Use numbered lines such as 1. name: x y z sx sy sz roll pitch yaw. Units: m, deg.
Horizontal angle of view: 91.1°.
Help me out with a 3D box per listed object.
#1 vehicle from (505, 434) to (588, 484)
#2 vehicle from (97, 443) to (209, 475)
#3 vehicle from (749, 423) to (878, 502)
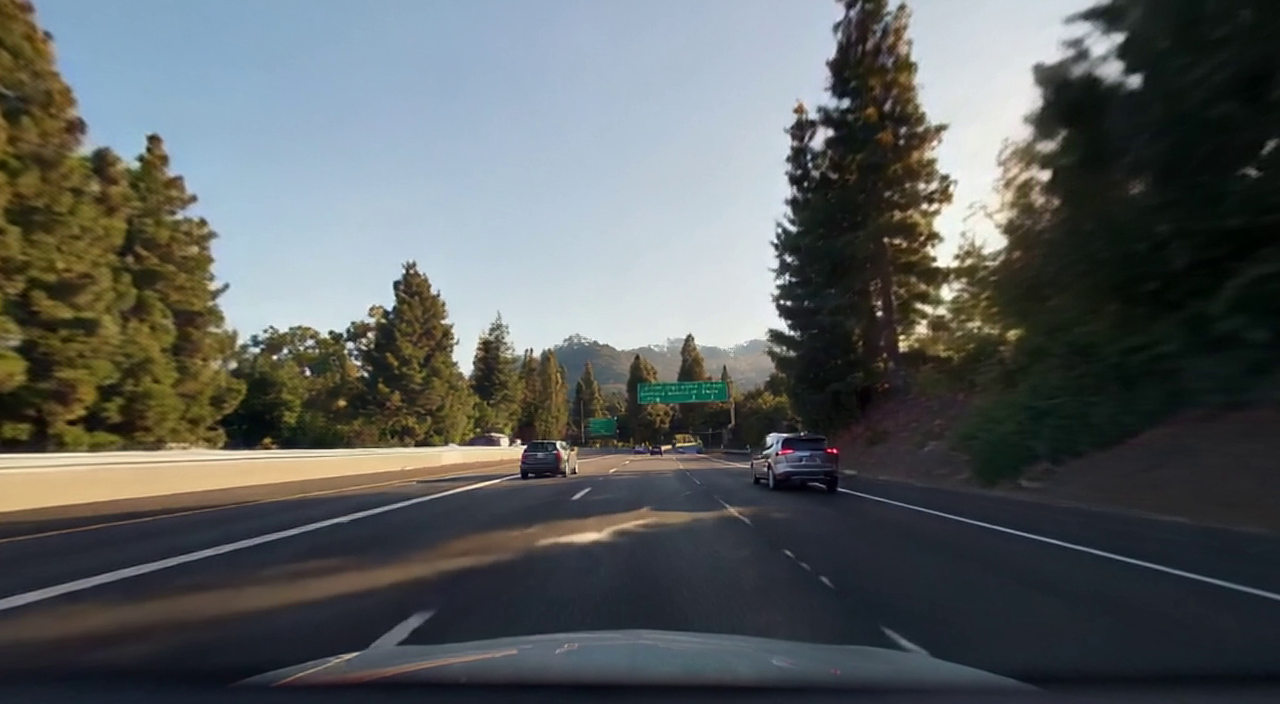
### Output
1. vehicle: -3.216 3.800 22.552 2.166 1.608 4.297 0 -8 2
2. vehicle: -24.282 5.328 31.559 1.820 1.468 4.624 0 -8 1
3. vehicle: 4.390 2.866 16.737 2.149 1.796 4.487 0 -8 0
